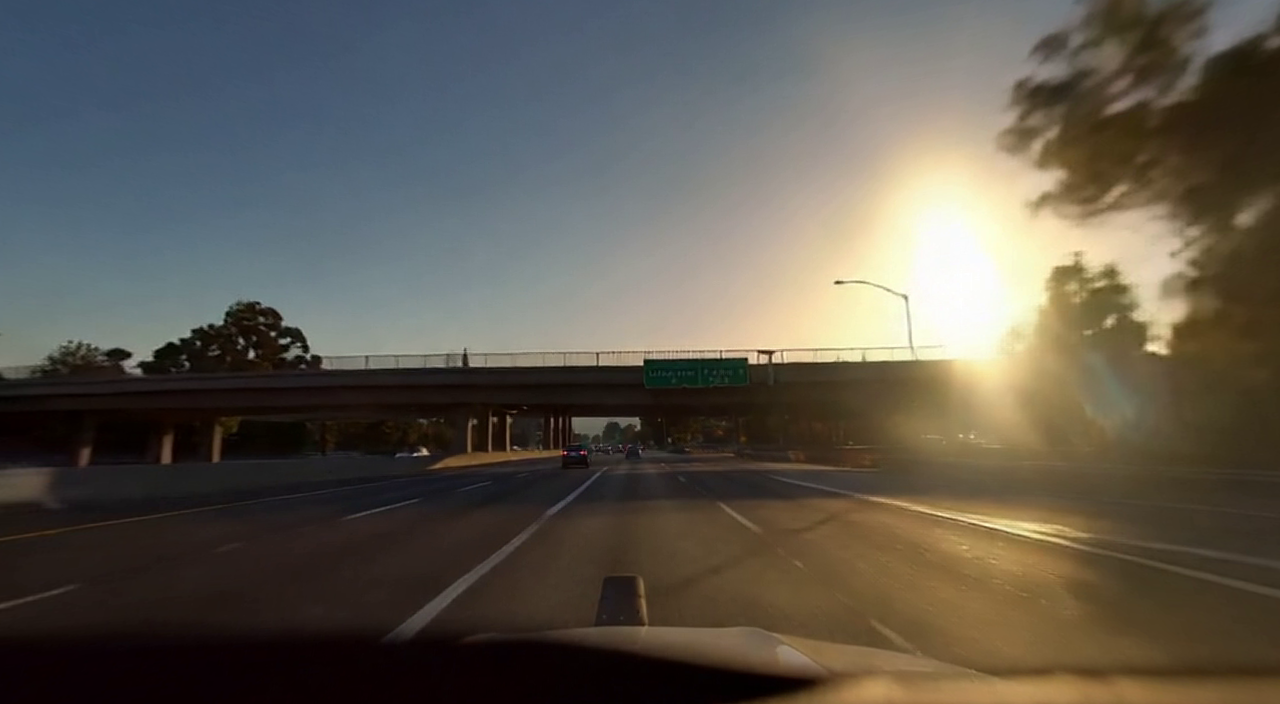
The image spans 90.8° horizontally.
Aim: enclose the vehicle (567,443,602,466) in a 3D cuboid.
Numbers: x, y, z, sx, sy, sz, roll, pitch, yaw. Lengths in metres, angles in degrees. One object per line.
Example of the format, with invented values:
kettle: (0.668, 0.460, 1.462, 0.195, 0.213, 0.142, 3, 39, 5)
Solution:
vehicle: (-3.908, 7.281, 45.050, 2.091, 1.544, 4.409, 0, -8, 0)
